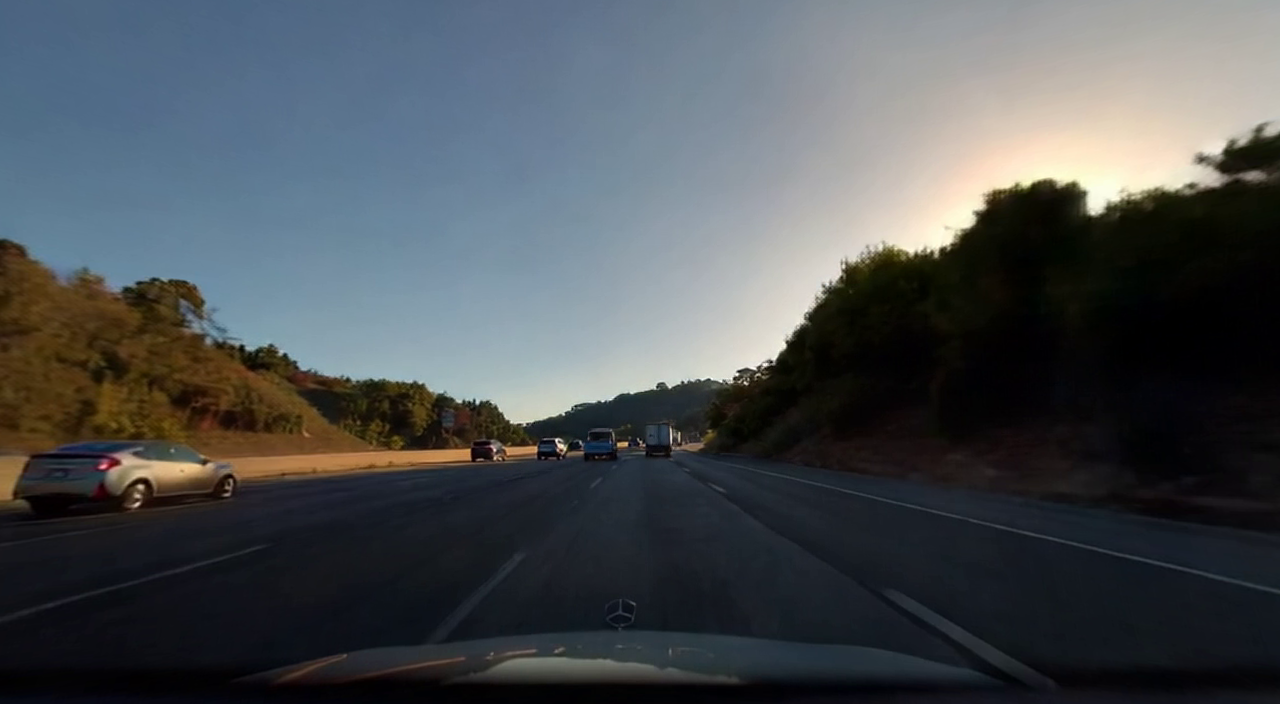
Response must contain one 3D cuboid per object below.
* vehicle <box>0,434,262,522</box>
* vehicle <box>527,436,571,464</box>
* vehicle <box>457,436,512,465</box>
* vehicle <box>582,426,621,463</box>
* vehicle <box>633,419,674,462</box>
[{"bbox_3d":[-10.217,2.456,12.977,1.952,1.457,4.689,0,-8,0],"label":"vehicle"},{"bbox_3d":[-6.336,6.931,44.739,2.206,1.838,4.889,0,-8,3],"label":"vehicle"},{"bbox_3d":[-10.112,6.448,41.462,2.080,1.777,5.450,0,-8,2],"label":"vehicle"},{"bbox_3d":[-2.737,6.764,46.052,2.328,2.519,5.238,0,-8,2],"label":"vehicle"},{"bbox_3d":[0.989,6.500,46.573,2.768,2.854,6.757,1,-8,1],"label":"vehicle"}]
